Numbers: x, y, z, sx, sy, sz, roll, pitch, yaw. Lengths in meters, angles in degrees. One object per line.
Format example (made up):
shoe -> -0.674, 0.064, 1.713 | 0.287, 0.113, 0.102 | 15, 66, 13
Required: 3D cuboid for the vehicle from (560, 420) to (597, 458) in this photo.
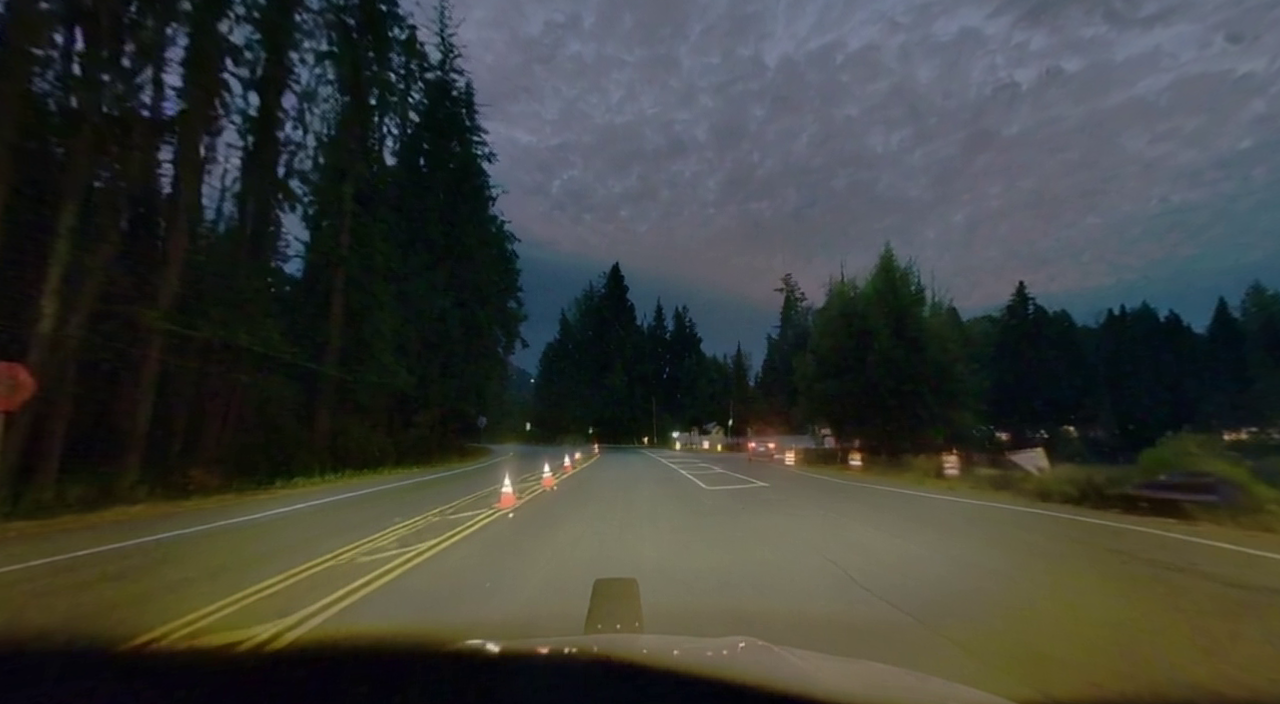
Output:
vehicle -> -4.160, 5.933, 42.968 | 2.436, 2.512, 2.316 | 0, -9, -4
